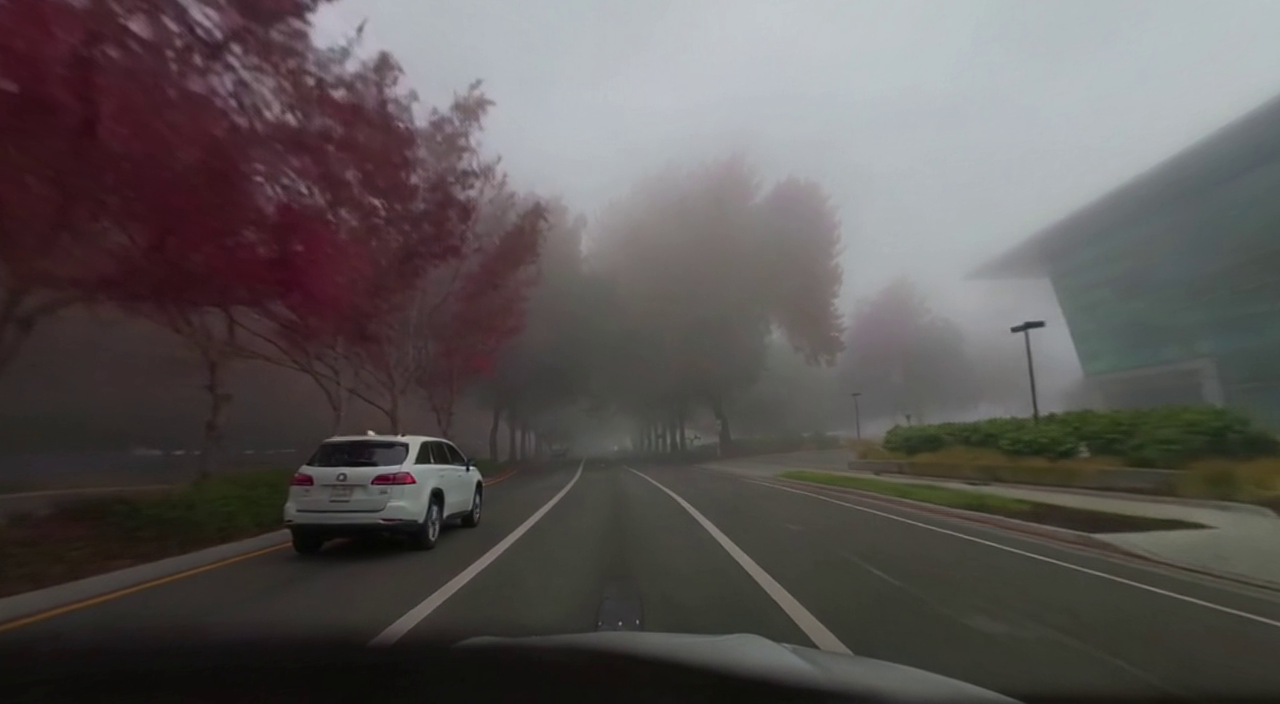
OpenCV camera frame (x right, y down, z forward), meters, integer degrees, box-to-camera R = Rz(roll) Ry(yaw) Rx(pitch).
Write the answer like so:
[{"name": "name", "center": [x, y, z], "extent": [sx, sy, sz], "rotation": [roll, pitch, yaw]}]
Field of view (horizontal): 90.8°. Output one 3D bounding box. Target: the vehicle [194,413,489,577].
[{"name": "vehicle", "center": [-3.665, 1.837, 8.953], "extent": [2.067, 1.700, 4.561], "rotation": [0, -9, -2]}]
